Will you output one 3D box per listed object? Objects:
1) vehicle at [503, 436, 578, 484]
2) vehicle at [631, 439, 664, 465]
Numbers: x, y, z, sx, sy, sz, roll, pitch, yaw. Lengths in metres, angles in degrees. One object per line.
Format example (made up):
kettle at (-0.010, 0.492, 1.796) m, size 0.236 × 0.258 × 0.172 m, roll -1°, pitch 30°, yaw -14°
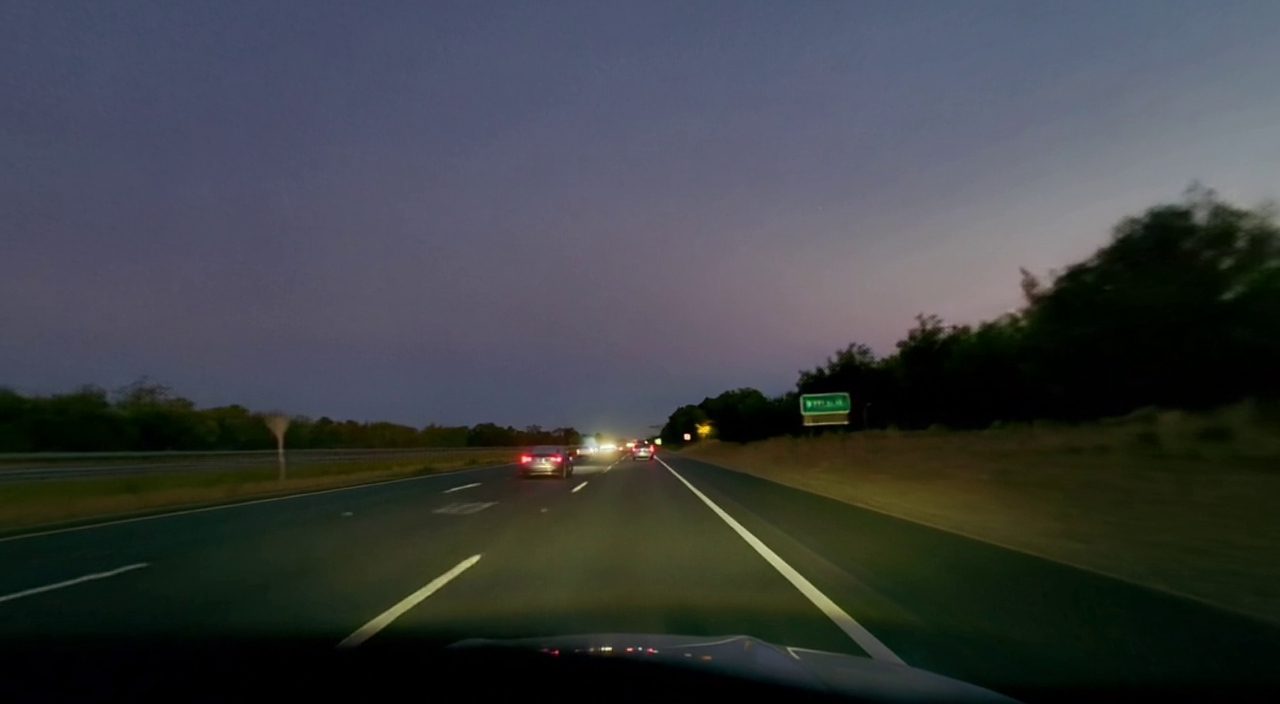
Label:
vehicle at (-3.666, 4.066, 24.054) m, size 2.028 × 1.634 × 4.441 m, roll 0°, pitch -8°, yaw 1°
vehicle at (0.511, 7.026, 44.405) m, size 2.259 × 1.697 × 4.106 m, roll 0°, pitch -8°, yaw 0°
